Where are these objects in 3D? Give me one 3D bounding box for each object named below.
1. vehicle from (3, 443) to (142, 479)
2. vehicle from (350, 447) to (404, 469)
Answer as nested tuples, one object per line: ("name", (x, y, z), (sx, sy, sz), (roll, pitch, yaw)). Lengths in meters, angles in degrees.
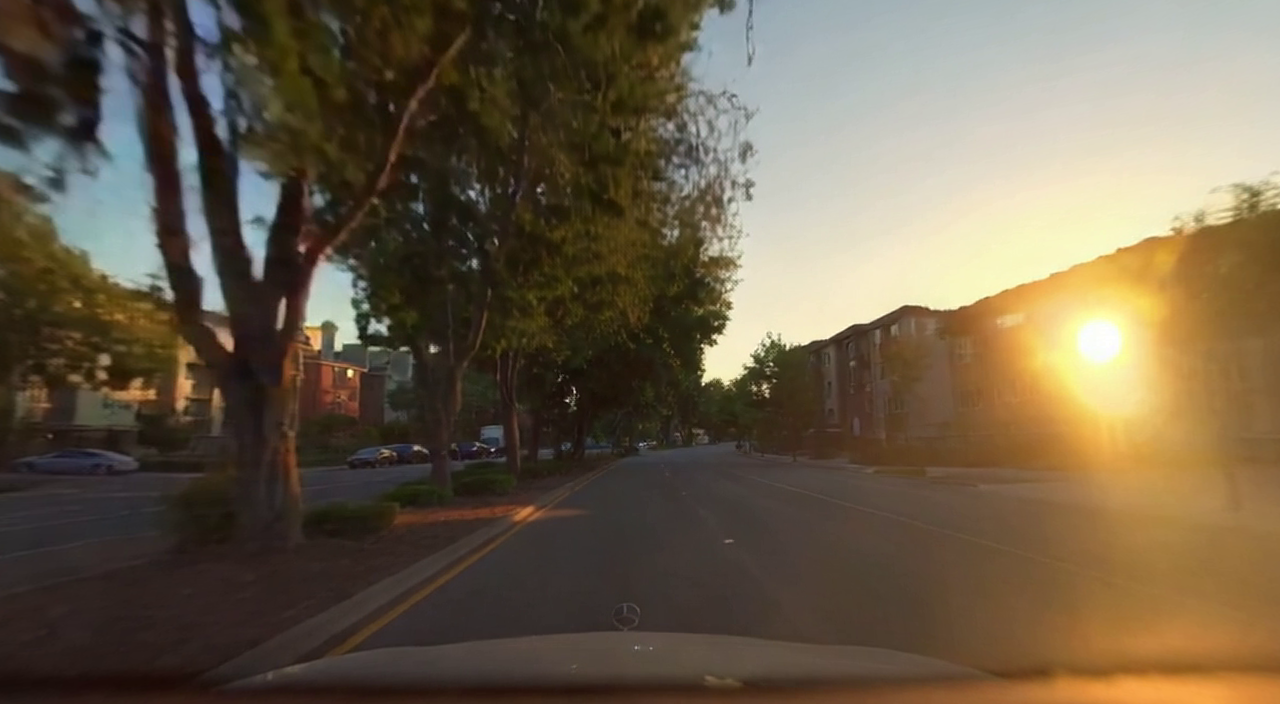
("vehicle", (-32.888, 6.313, 36.758), (5.722, 2.038, 2.444), (0, -8, 1))
("vehicle", (-18.941, 7.622, 45.682), (1.880, 1.457, 4.487), (-3, -8, 2))
